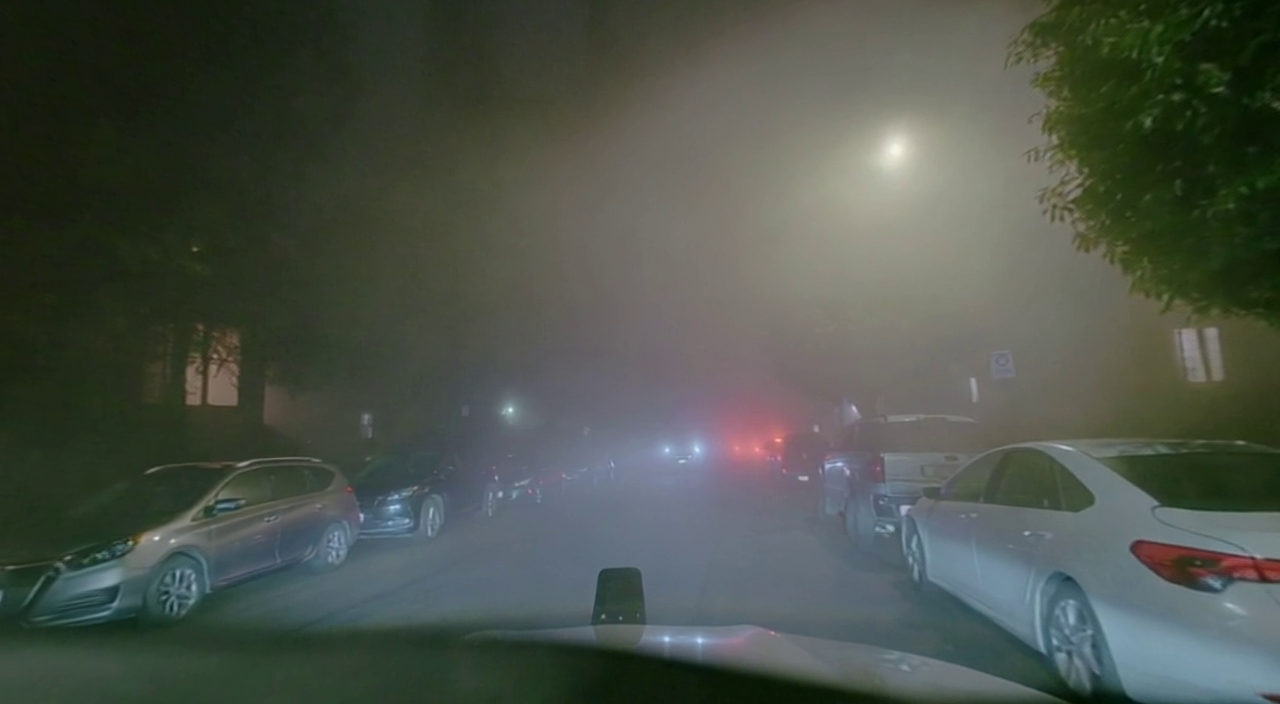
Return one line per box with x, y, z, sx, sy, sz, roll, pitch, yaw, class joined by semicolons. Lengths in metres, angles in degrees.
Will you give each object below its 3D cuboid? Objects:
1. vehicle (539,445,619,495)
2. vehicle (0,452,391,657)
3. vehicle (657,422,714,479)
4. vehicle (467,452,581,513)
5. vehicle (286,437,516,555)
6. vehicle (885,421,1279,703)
-2.324;4.683;25.648;2.002;1.781;5.380;-1;-8;8;vehicle
-4.884;1.939;7.254;1.855;1.510;4.406;-1;-8;6;vehicle
2.739;5.577;36.028;2.716;2.887;6.781;-1;-9;9;vehicle
-3.217;3.734;18.636;1.861;1.474;4.749;-1;-8;8;vehicle
-4.279;2.634;12.496;2.203;1.815;4.972;-1;-8;5;vehicle
3.388;1.297;4.421;1.992;1.456;4.610;-1;-8;7;vehicle
